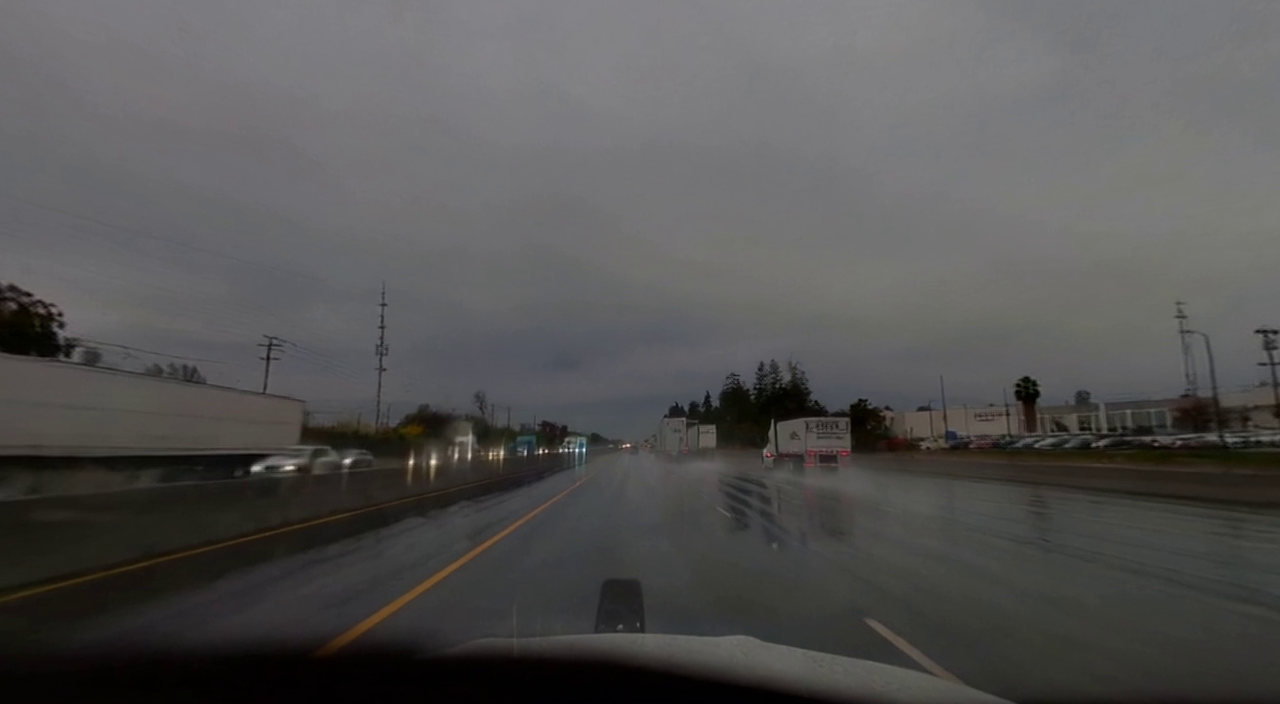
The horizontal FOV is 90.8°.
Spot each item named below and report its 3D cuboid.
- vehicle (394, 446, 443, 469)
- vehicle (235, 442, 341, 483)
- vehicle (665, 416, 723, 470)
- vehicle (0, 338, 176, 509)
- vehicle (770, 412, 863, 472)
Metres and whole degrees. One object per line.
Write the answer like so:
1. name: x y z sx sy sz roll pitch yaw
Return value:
1. vehicle: -14.181 6.736 40.594 1.881 1.385 3.476 0 -9 0
2. vehicle: -13.586 4.267 24.668 1.922 1.434 3.799 0 -9 0
3. vehicle: 3.281 5.824 40.231 2.742 3.054 7.537 0 -9 -2
4. vehicle: -17.514 1.943 16.766 3.294 4.178 9.302 0 -9 -1
5. vehicle: 10.676 5.649 39.521 2.912 3.293 9.588 0 -9 -1
